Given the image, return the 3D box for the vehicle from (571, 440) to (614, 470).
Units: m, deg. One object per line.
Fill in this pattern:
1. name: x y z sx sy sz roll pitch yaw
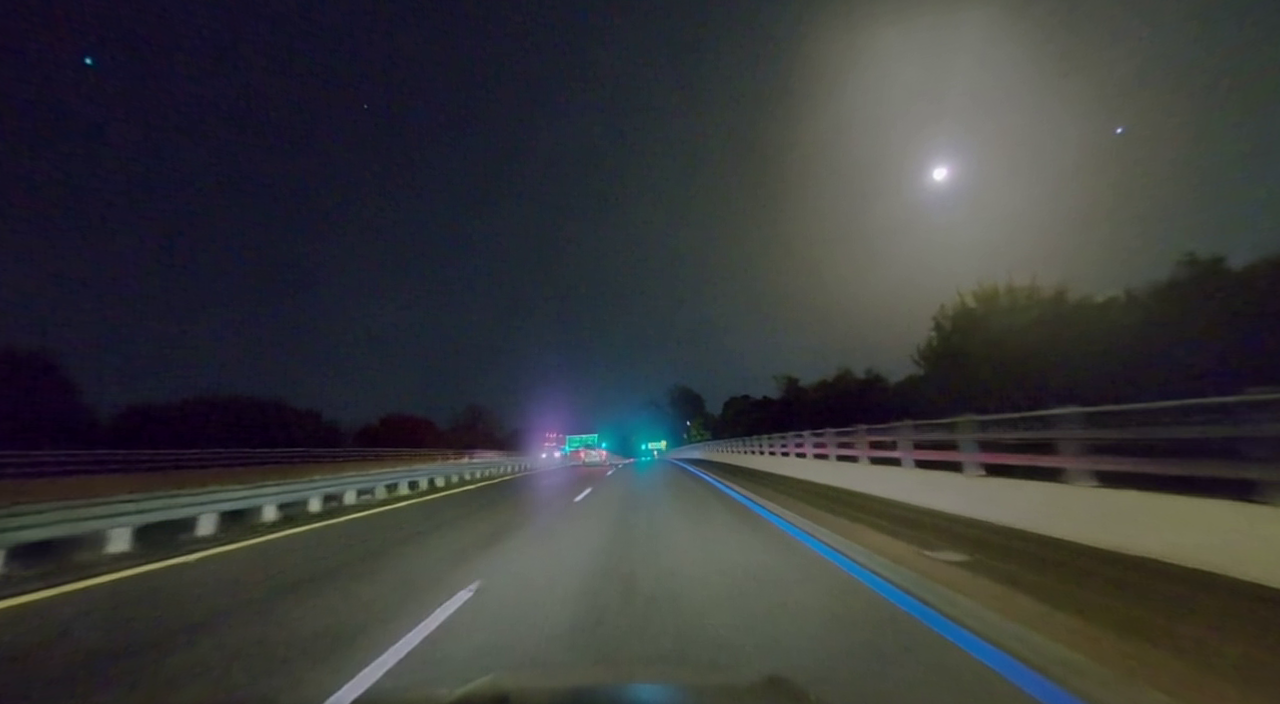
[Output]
1. vehicle: -2.539 5.684 34.854 2.050 1.530 4.144 0 -8 0
